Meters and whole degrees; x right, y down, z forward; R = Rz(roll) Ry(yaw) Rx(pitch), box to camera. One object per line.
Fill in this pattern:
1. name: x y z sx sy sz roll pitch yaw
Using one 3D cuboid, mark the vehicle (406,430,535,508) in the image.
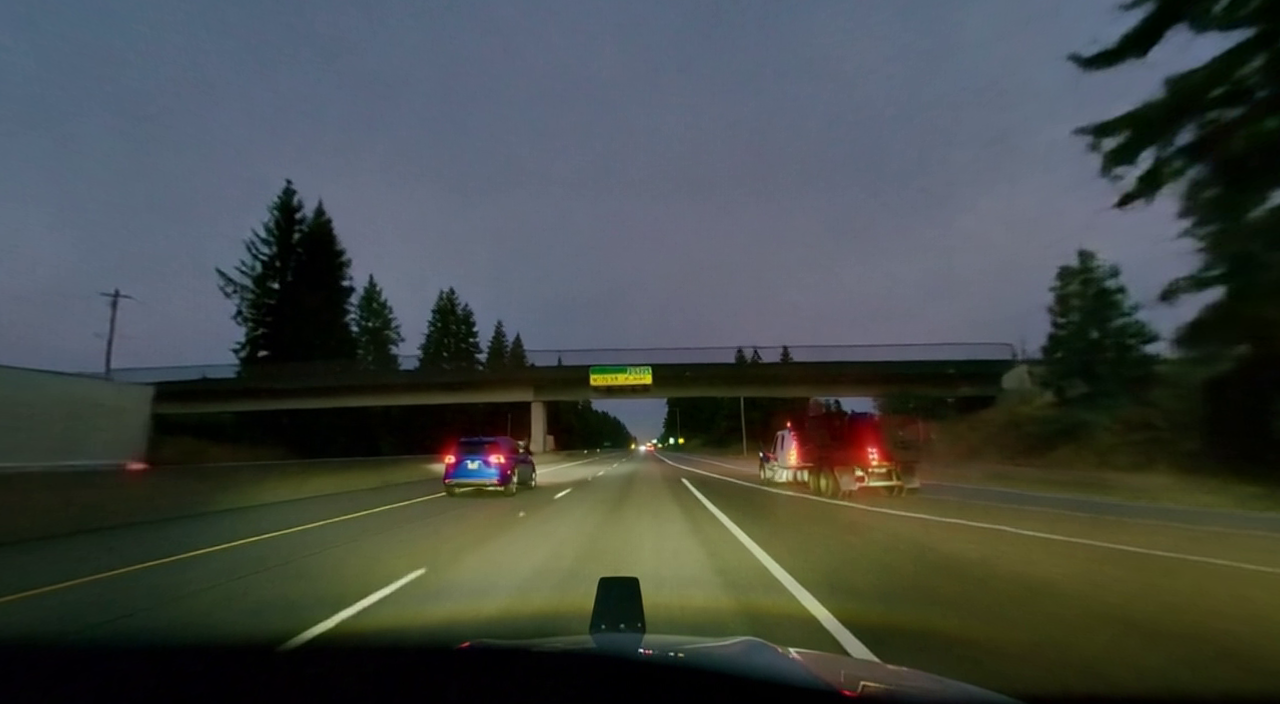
1. vehicle: -4.236 2.995 16.637 2.084 1.752 4.479 0 -8 1
